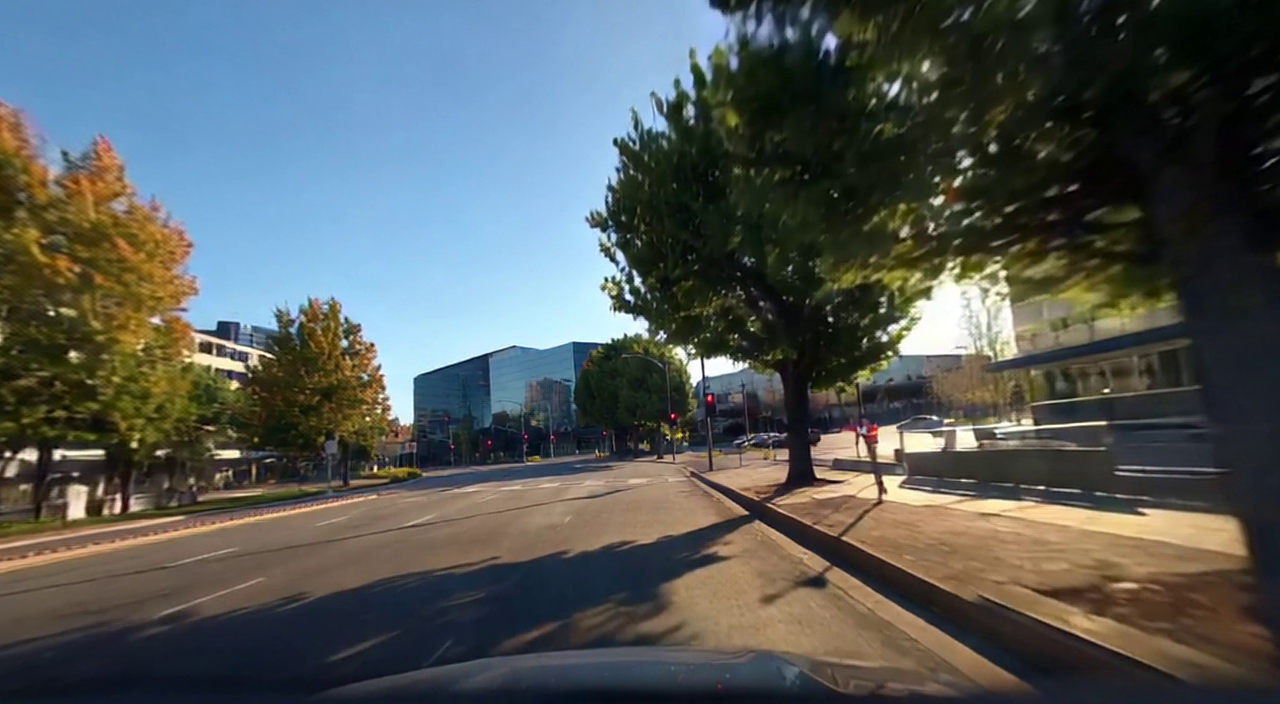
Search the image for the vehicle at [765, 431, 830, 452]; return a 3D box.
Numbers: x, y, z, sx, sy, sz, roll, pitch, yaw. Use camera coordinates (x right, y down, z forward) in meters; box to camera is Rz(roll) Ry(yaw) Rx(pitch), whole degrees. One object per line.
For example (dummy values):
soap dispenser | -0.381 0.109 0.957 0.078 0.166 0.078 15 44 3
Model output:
vehicle | 12.080 6.899 48.560 4.332 1.581 2.028 1 -8 -10
